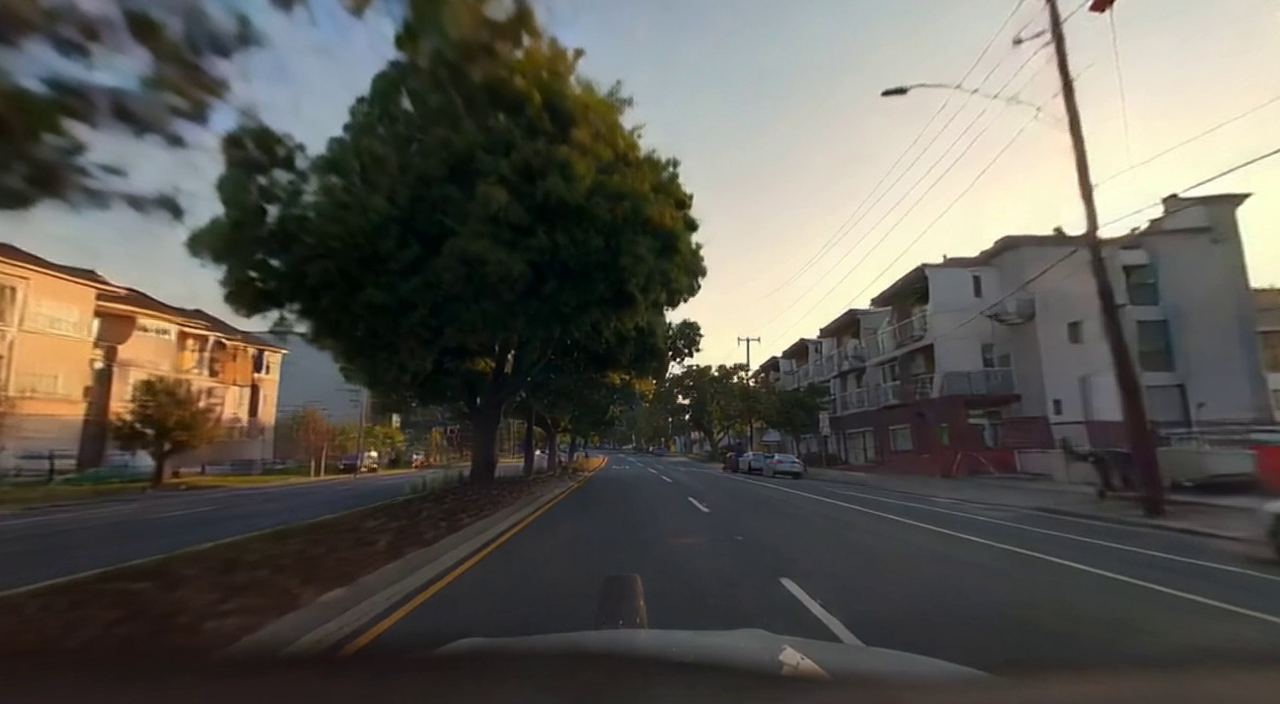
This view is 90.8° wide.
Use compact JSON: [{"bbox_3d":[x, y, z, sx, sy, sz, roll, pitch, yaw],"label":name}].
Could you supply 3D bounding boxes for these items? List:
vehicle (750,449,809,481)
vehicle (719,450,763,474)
[{"bbox_3d":[7.715,6.265,35.356,1.974,1.472,4.654,4,-9,-3],"label":"vehicle"},{"bbox_3d":[7.412,8.111,46.862,1.977,1.540,4.307,5,-9,-8],"label":"vehicle"}]
